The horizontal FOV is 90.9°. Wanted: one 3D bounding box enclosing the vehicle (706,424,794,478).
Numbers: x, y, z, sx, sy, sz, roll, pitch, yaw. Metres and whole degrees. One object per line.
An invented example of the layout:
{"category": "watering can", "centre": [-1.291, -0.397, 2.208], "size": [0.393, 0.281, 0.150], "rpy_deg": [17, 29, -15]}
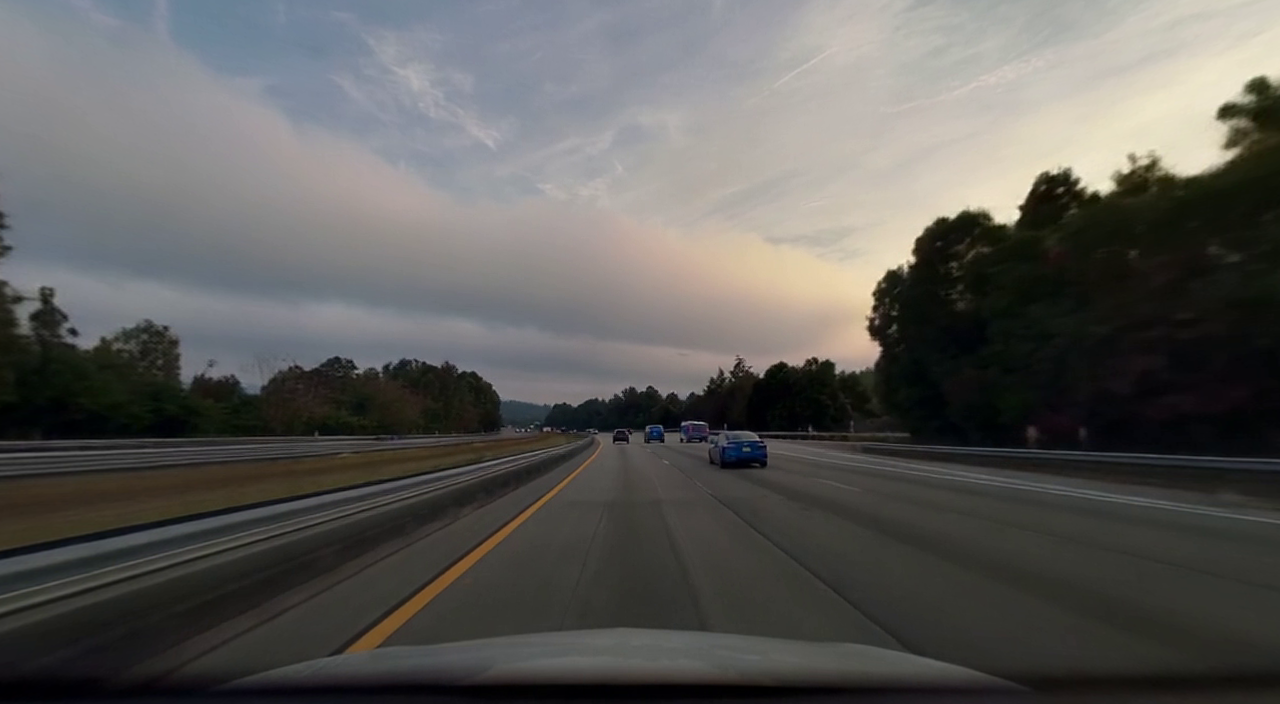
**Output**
{"category": "vehicle", "centre": [3.450, 3.154, 20.465], "size": [2.002, 1.569, 3.845], "rpy_deg": [0, -8, -3]}
